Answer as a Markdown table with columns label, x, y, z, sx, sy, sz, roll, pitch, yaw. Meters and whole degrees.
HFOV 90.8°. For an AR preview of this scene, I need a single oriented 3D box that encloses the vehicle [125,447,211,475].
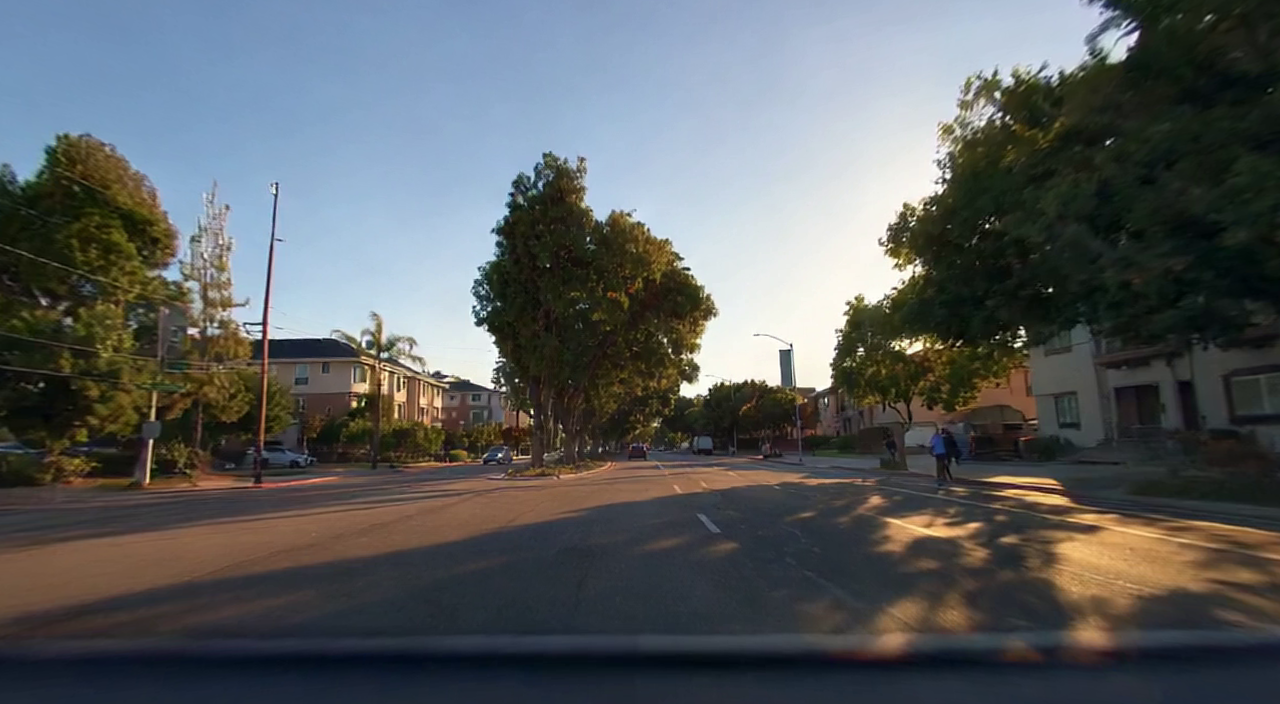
| label | x | y | z | sx | sy | sz | roll | pitch | yaw |
| --- | --- | --- | --- | --- | --- | --- | --- | --- | --- |
| vehicle | -35.251 | 8.126 | 47.402 | 2.094 | 1.839 | 5.001 | -4 | -9 | 10 |
